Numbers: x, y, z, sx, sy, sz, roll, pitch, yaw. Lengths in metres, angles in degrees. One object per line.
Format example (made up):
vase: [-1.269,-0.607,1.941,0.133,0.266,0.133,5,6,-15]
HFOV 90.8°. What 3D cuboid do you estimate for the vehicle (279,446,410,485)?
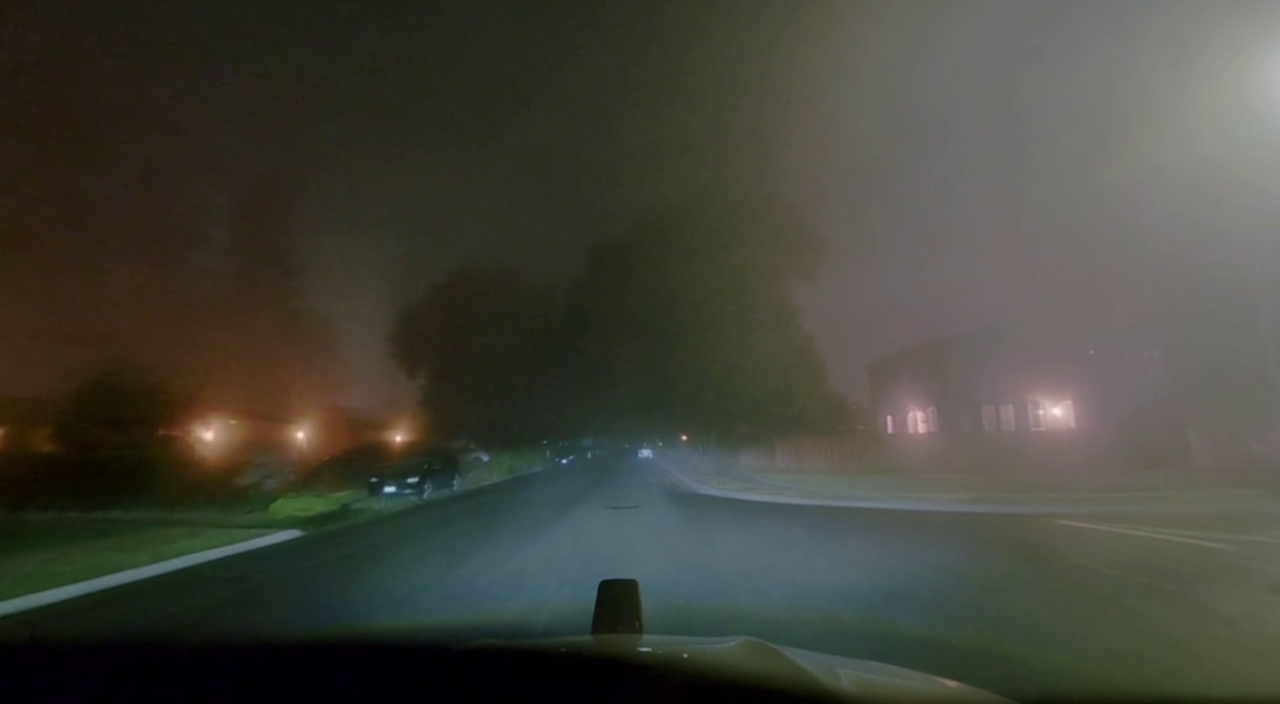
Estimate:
vehicle: [-12.420,4.773,26.755,4.538,1.578,2.000,0,-9,1]

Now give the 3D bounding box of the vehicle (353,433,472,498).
vehicle: [-7.419,3.784,21.205,2.091,1.912,4.598,0,-10,2]
